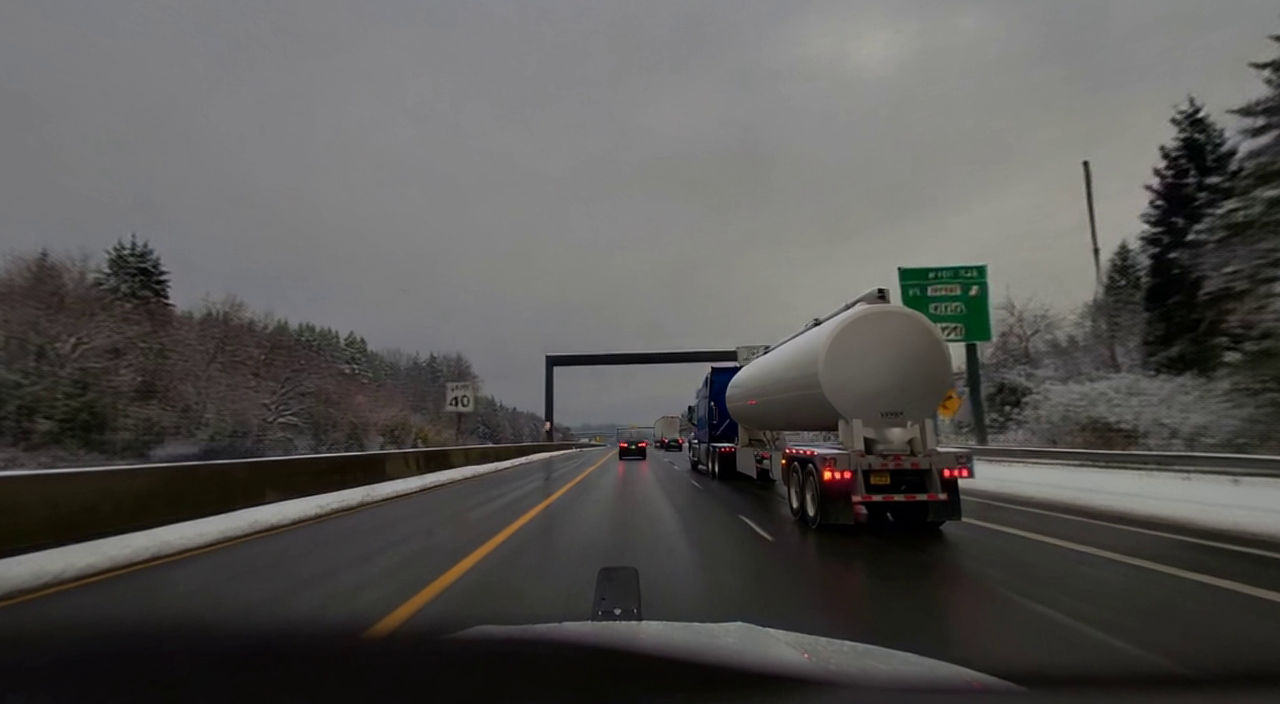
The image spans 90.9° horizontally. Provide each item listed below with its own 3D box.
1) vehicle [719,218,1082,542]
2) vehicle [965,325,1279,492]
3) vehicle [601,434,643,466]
[{"bbox_3d":[3.640,0.899,12.176,2.826,3.905,9.262,0,-8,-1],"label":"vehicle"},{"bbox_3d":[15.259,2.051,20.699,2.878,4.124,10.050,1,-8,-6],"label":"vehicle"},{"bbox_3d":[-0.867,4.902,31.773,2.000,1.510,3.518,0,-8,-1],"label":"vehicle"}]
